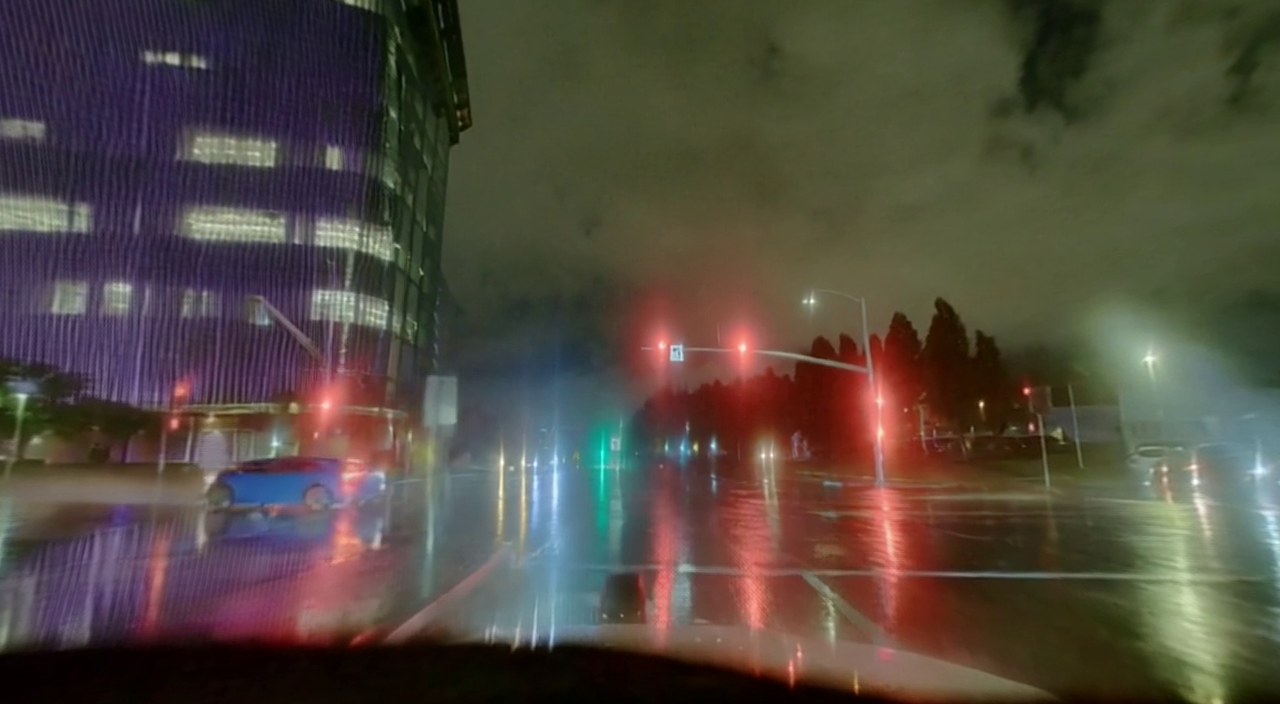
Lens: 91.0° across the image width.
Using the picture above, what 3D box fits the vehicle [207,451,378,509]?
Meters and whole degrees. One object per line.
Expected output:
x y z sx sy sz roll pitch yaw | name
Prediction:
-10.262 3.715 18.680 4.197 1.525 2.014 -3 -9 18 | vehicle

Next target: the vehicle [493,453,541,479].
-7.947 7.390 41.177 2.113 1.535 4.504 0 -9 2 | vehicle

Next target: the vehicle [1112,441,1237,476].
24.647 4.929 29.310 2.021 1.484 4.454 0 -9 3 | vehicle
